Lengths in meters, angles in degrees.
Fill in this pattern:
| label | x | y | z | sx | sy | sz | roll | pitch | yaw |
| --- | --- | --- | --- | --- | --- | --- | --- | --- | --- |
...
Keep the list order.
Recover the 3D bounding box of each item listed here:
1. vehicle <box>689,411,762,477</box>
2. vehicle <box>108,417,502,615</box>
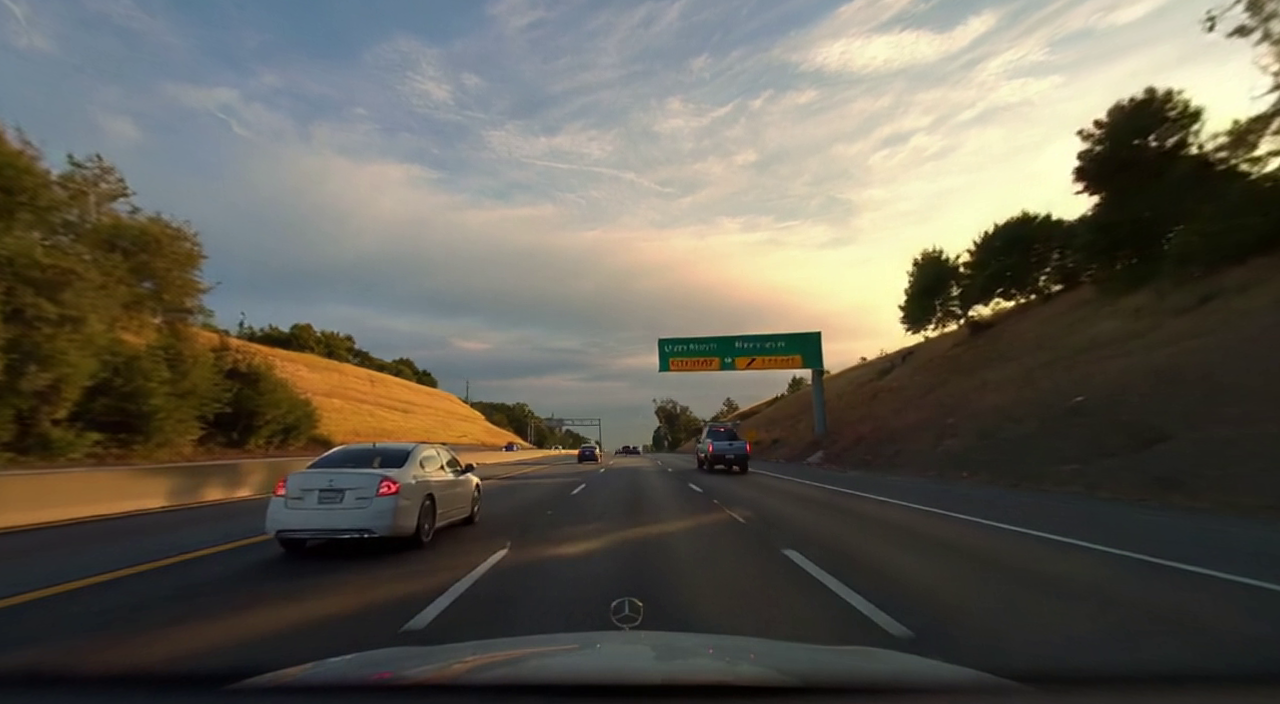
| label | x | y | z | sx | sy | sz | roll | pitch | yaw |
| --- | --- | --- | --- | --- | --- | --- | --- | --- | --- |
| vehicle | 3.718 | 4.191 | 28.606 | 2.361 | 2.636 | 5.684 | 0 | -9 | -1 |
| vehicle | -3.122 | 1.641 | 7.320 | 1.939 | 1.513 | 4.773 | 0 | -9 | 0 |
